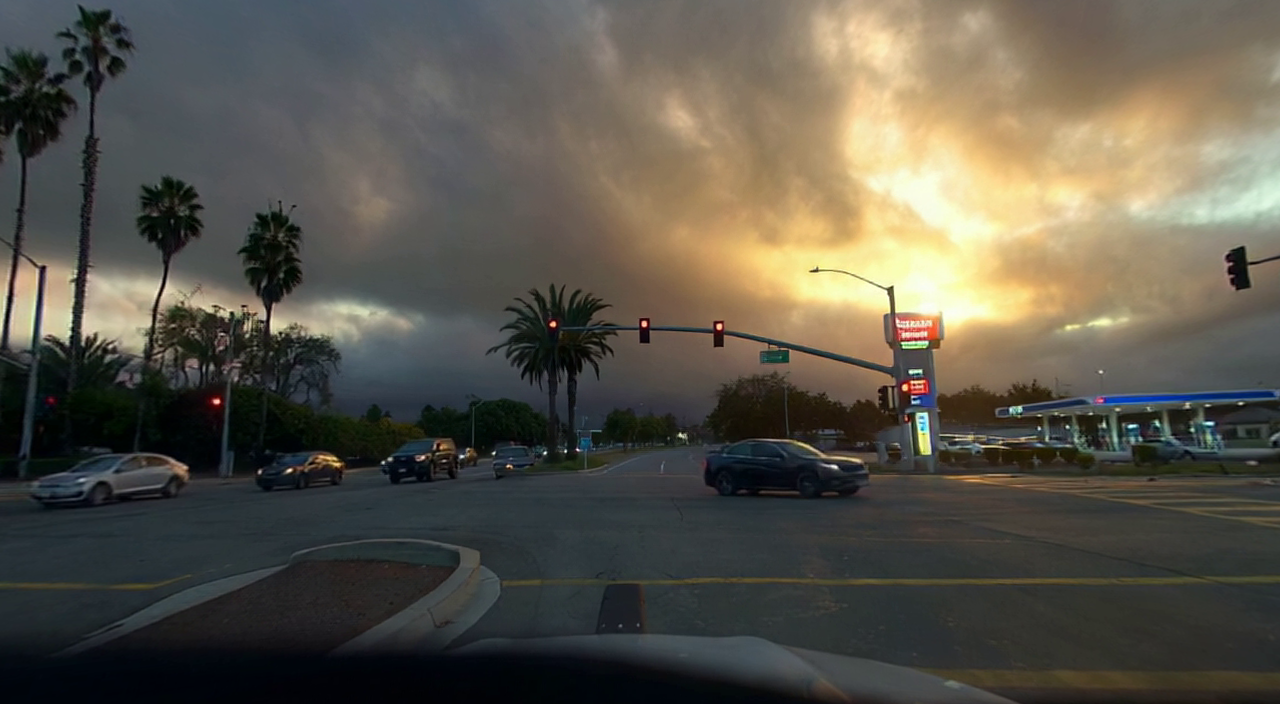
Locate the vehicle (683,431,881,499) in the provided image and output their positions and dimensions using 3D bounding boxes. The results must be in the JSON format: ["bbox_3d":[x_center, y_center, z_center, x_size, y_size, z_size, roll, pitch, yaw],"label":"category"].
[{"bbox_3d":[3.884,3.094,17.629,4.938,1.651,2.138,-5,-10,31],"label":"vehicle"}]

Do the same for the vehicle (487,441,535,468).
[{"bbox_3d":[-8.536,6.828,42.196,2.124,1.701,4.551,0,-9,1],"label":"vehicle"}]

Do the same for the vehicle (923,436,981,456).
[{"bbox_3d":[22.540,6.767,45.657,3.356,1.395,1.559,0,-9,-1],"label":"vehicle"}]

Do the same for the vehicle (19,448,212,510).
[{"bbox_3d":[-15.280,3.674,18.802,1.956,1.611,4.359,0,-9,0],"label":"vehicle"}]

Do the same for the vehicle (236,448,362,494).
[{"bbox_3d":[-11.860,4.136,22.407,1.966,1.455,4.493,0,-9,0],"label":"vehicle"}]

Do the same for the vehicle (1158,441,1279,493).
[{"bbox_3d":[18.743,3.405,18.831,5.015,1.446,1.862,0,-9,-3],"label":"vehicle"}]

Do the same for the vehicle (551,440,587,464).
[{"bbox_3d":[-5.164,7.357,46.556,1.929,1.719,4.892,0,-9,1],"label":"vehicle"}]

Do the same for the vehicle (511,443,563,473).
[{"bbox_3d":[-5.287,5.512,33.073,1.983,1.464,4.579,0,-9,0],"label":"vehicle"}]

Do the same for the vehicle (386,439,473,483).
[{"bbox_3d":[-8.579,4.457,26.169,2.156,1.662,4.186,0,-9,0],"label":"vehicle"}]

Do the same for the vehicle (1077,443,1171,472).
[{"bbox_3d":[24.262,5.300,31.736,3.474,1.376,1.538,0,-9,-2],"label":"vehicle"}]
